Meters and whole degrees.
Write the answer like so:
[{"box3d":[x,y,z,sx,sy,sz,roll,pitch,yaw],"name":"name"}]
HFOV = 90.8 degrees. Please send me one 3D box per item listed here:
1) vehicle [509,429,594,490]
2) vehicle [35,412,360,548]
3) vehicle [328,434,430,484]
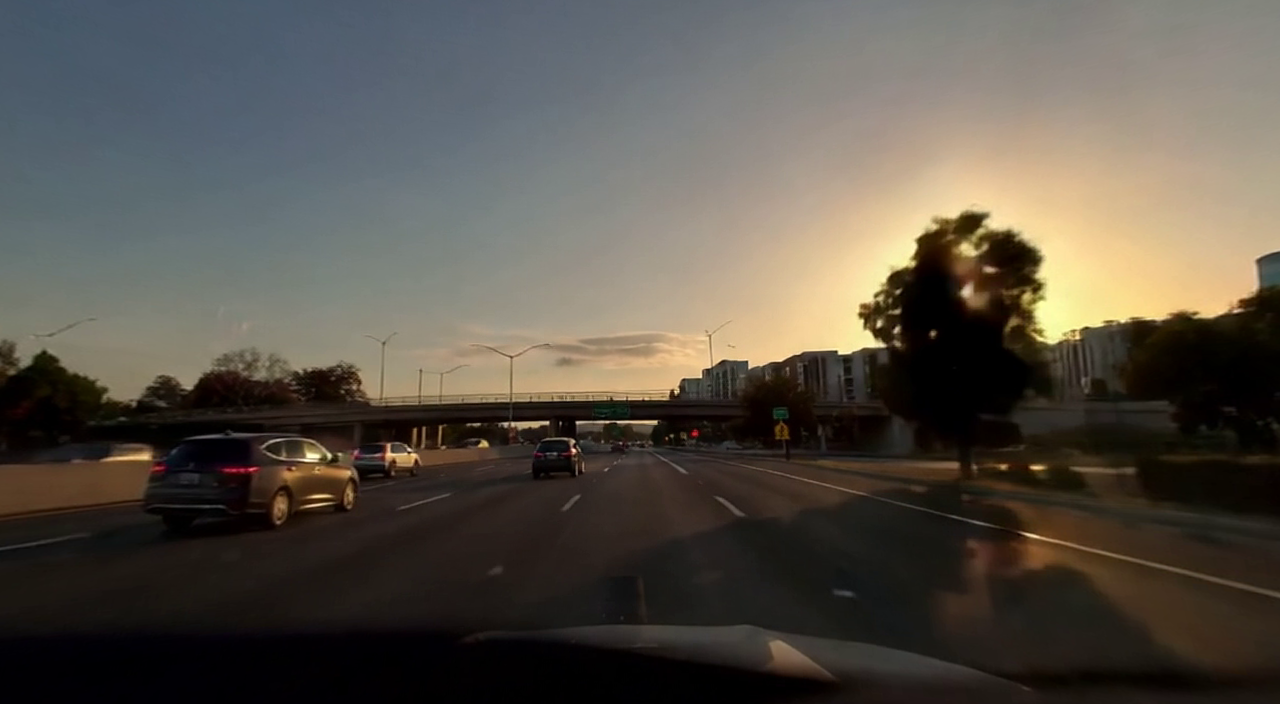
[{"box3d":[-2.681,3.381,20.202,2.027,1.697,4.307,0,-8,1],"name":"vehicle"},{"box3d":[-6.892,2.031,10.755,2.015,1.762,4.790,0,-8,0],"name":"vehicle"},{"box3d":[-10.143,4.180,25.054,1.969,1.759,4.758,0,-8,1],"name":"vehicle"}]
